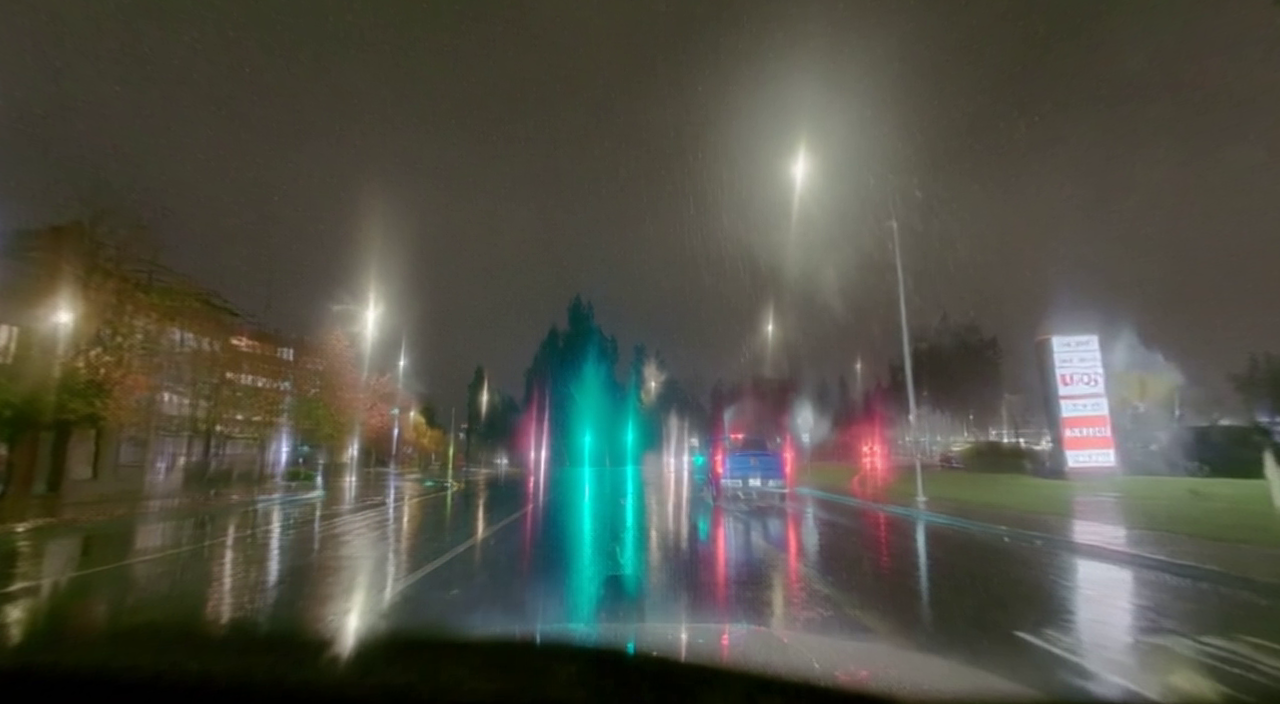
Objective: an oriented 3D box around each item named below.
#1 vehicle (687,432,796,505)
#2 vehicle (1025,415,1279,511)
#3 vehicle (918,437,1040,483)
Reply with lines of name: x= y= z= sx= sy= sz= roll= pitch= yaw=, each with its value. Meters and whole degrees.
vehicle: x=2.935 y=3.541 z=19.775 sx=2.402 sy=1.922 sz=5.677 roll=0 pitch=-8 yaw=-1
vehicle: x=15.649 y=3.249 z=18.015 sx=7.551 sy=2.142 sz=2.896 roll=4 pitch=-10 yaw=-2
vehicle: x=16.816 y=5.359 z=31.590 sx=4.765 sy=1.678 sz=2.228 roll=-5 pitch=-3 yaw=6
